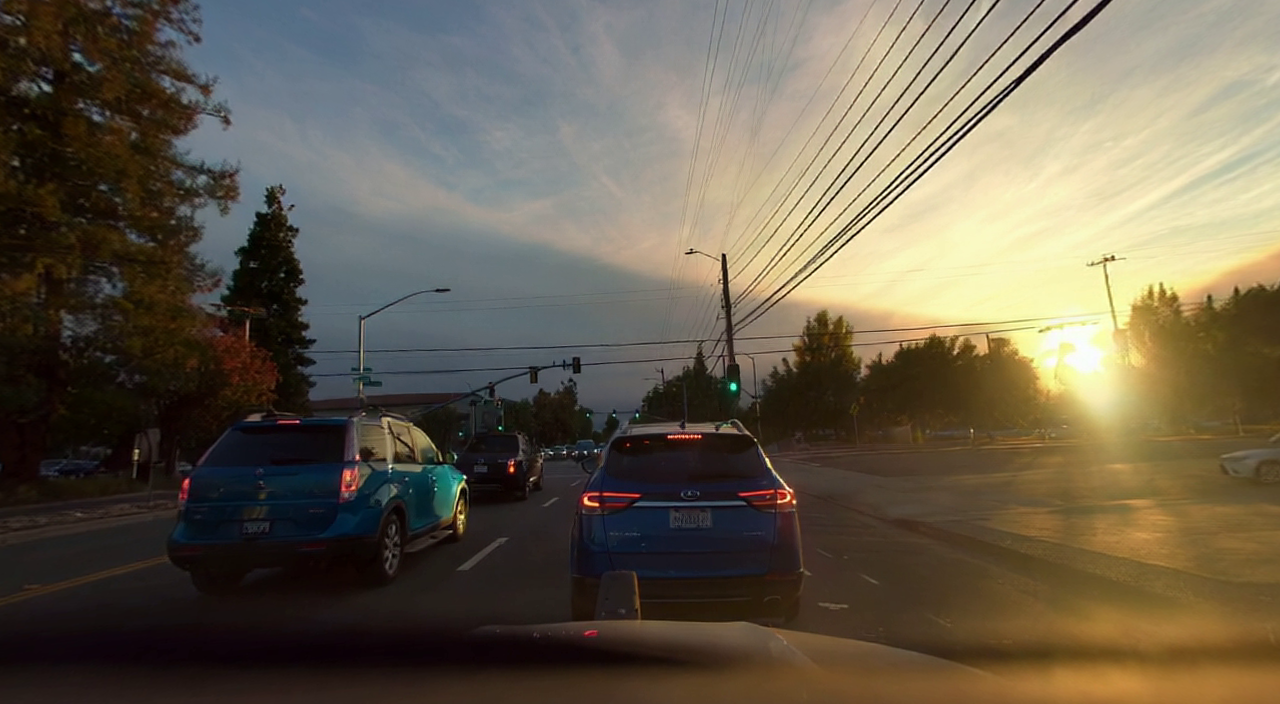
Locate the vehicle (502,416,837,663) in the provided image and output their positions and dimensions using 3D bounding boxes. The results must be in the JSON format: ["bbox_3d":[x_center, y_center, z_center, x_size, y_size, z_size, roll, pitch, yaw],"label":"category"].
[{"bbox_3d":[0.113,1.448,5.954,2.056,1.487,4.003,0,-9,-2],"label":"vehicle"}]

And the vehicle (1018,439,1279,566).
[{"bbox_3d":[8.378,2.153,9.933,1.993,1.508,4.521,0,-9,-1],"label":"vehicle"}]

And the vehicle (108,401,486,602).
[{"bbox_3d":[-3.477,1.607,7.648,2.105,1.706,4.337,0,-9,0],"label":"vehicle"}]
